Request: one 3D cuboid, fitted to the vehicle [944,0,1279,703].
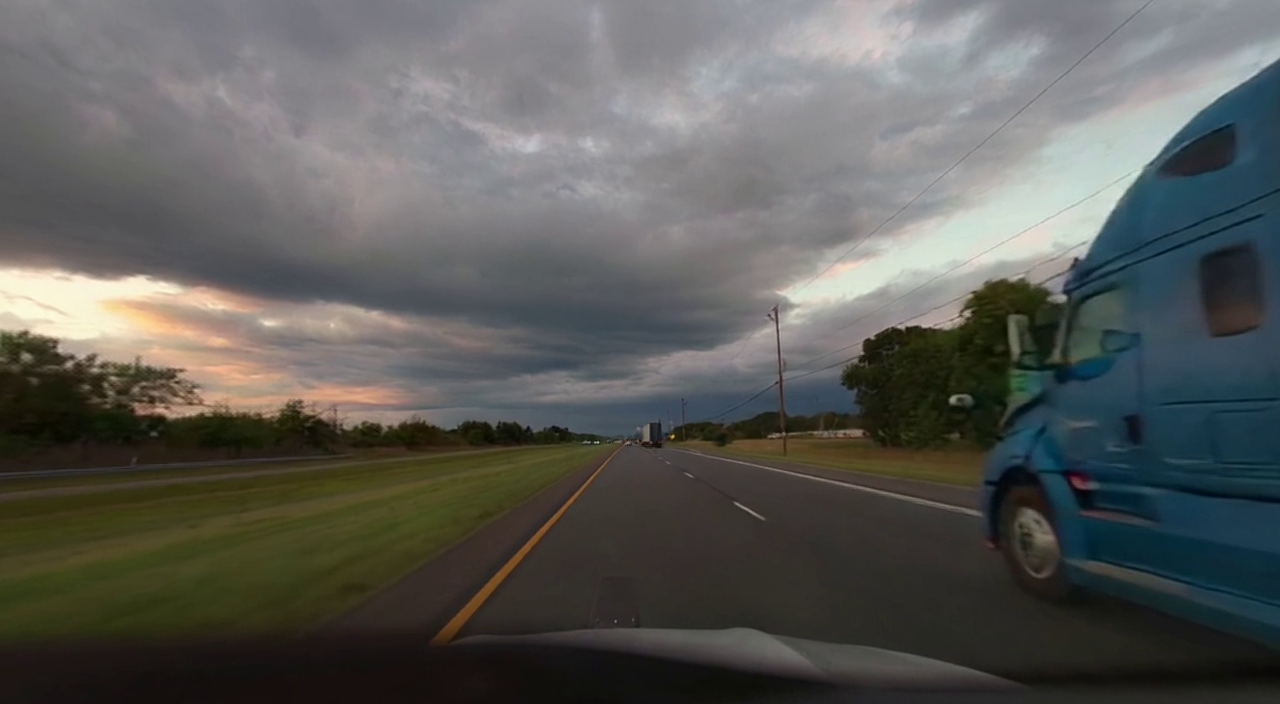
[{"bbox_3d":[4.133,-0.407,0.429,3.037,3.672,9.136,0,-8,-1],"label":"vehicle"}]
